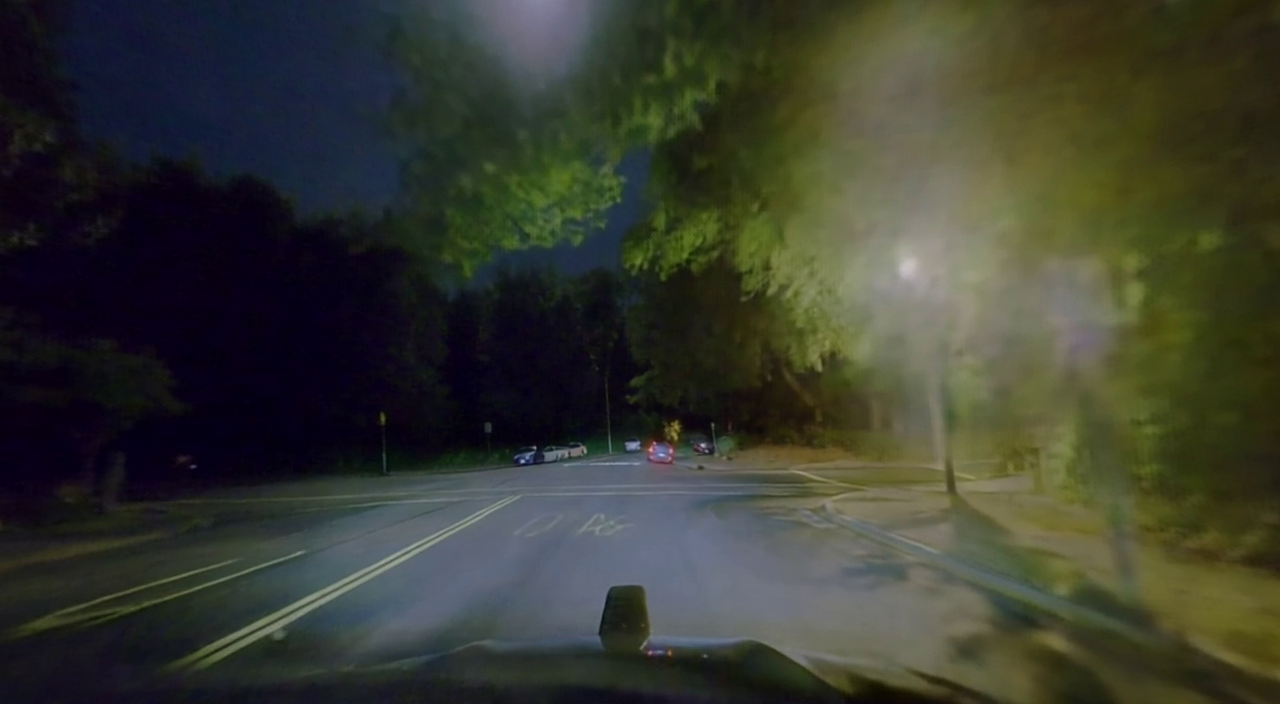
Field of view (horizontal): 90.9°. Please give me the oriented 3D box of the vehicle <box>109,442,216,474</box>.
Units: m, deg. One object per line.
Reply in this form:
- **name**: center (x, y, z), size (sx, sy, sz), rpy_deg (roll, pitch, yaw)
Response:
- **vehicle**: center (-28.021, 6.203, 37.065), size (4.986, 1.796, 2.066), rpy_deg (-1, -8, 11)

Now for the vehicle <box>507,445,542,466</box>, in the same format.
- **vehicle**: center (-8.762, 7.871, 48.208), size (2.102, 1.507, 4.049), rpy_deg (0, -8, -3)

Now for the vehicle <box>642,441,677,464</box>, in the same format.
- **vehicle**: center (1.277, 6.825, 43.028), size (2.051, 1.461, 4.100), rpy_deg (0, -8, -2)
